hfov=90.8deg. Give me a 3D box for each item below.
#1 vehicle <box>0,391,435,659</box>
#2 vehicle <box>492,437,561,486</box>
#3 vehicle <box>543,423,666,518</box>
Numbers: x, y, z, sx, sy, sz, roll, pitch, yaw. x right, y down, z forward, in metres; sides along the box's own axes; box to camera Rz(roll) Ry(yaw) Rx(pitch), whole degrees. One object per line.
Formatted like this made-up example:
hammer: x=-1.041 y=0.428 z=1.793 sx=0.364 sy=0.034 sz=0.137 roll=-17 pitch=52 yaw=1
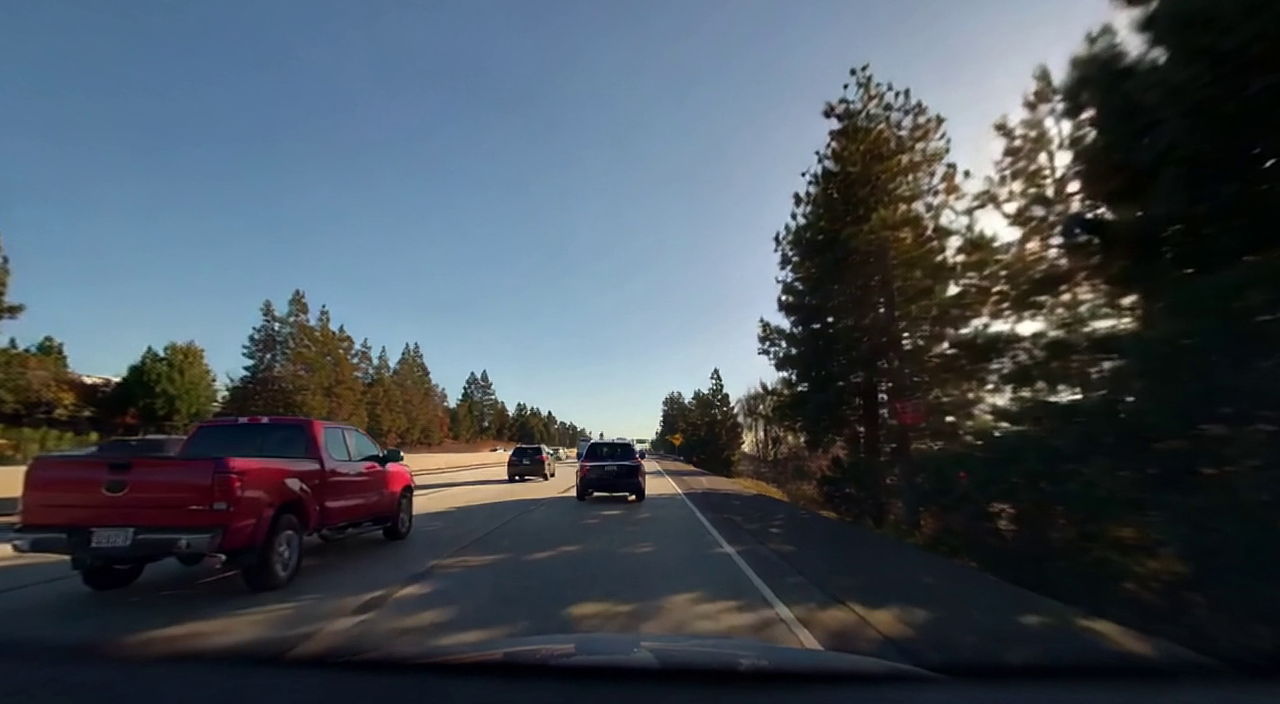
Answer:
vehicle: x=-4.047 y=1.482 z=6.687 sx=2.038 sy=1.704 sz=5.181 roll=0 pitch=-8 yaw=0
vehicle: x=-4.451 y=4.357 z=25.483 sx=1.991 sy=1.776 sz=4.333 roll=0 pitch=-8 yaw=0
vehicle: x=-0.630 y=2.536 z=14.053 sx=2.293 sy=1.753 sz=4.380 roll=0 pitch=-8 yaw=1
